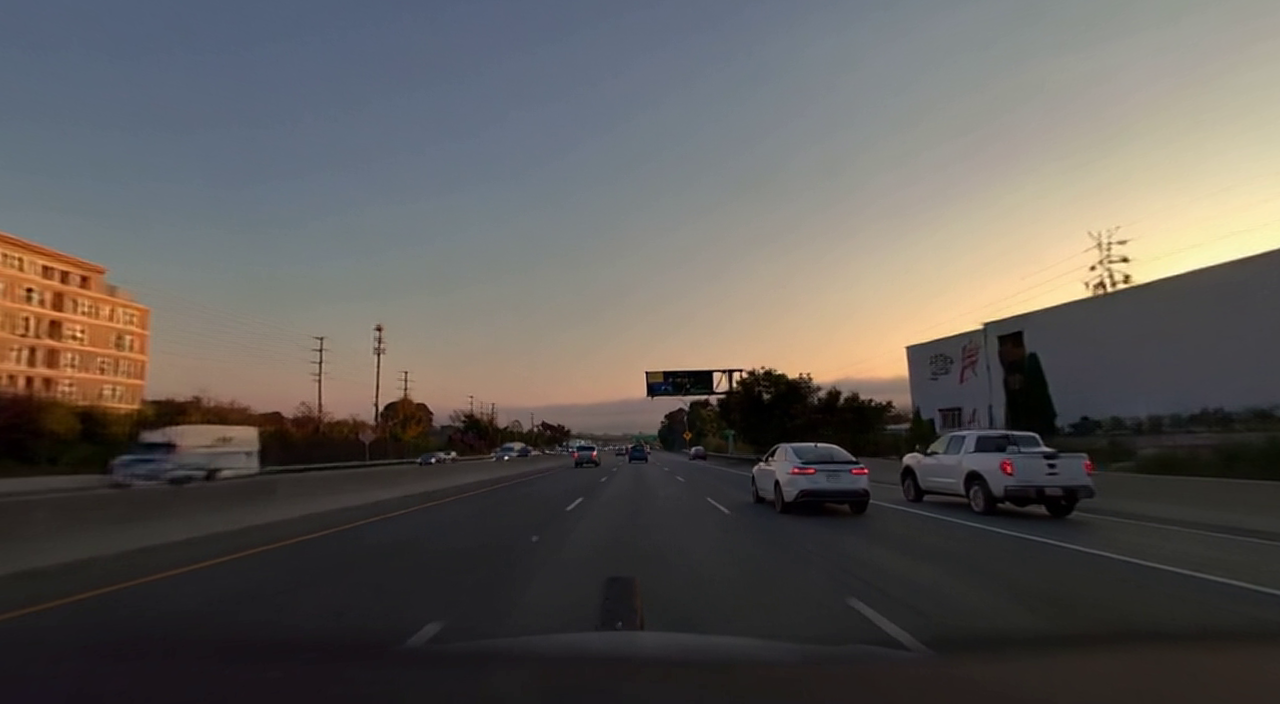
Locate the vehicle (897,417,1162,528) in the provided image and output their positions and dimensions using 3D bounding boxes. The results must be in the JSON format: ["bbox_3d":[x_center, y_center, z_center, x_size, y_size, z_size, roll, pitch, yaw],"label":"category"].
[{"bbox_3d":[7.398,2.348,12.837,2.176,1.793,4.841,0,-9,-1],"label":"vehicle"}]

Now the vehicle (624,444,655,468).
[{"bbox_3d":[-0.069,7.774,47.367,2.191,1.685,4.015,0,-9,-1],"label":"vehicle"}]

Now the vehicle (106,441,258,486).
[{"bbox_3d":[-25.635,6.256,36.006,2.922,2.226,7.704,0,-9,0],"label":"vehicle"}]

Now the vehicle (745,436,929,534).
[{"bbox_3d":[3.449,2.426,12.140,1.987,1.509,4.512,0,-9,-1],"label":"vehicle"}]
